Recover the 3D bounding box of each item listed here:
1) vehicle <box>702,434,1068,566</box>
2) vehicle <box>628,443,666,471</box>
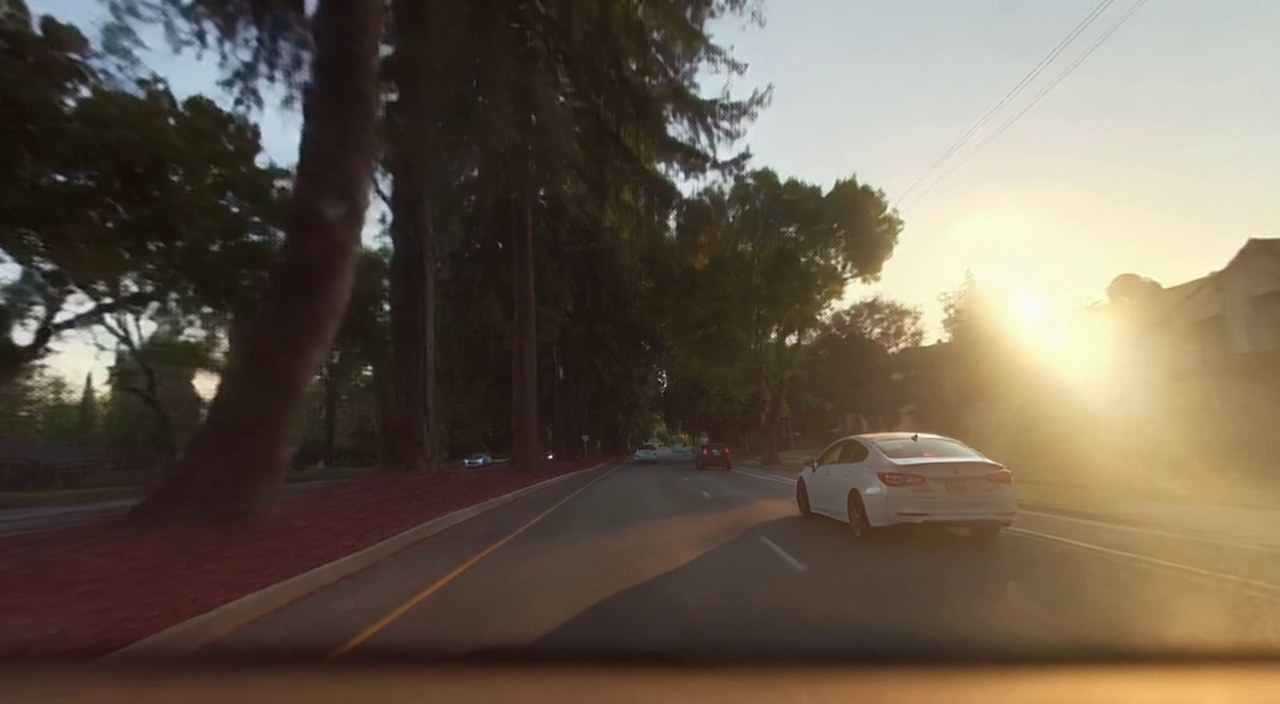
[{"bbox_3d":[3.100,2.017,8.919,4.279,1.438,2.037,-3,-9,3],"label":"vehicle"},{"bbox_3d":[0.395,6.025,36.495,2.082,1.473,4.028,0,-8,0],"label":"vehicle"}]
